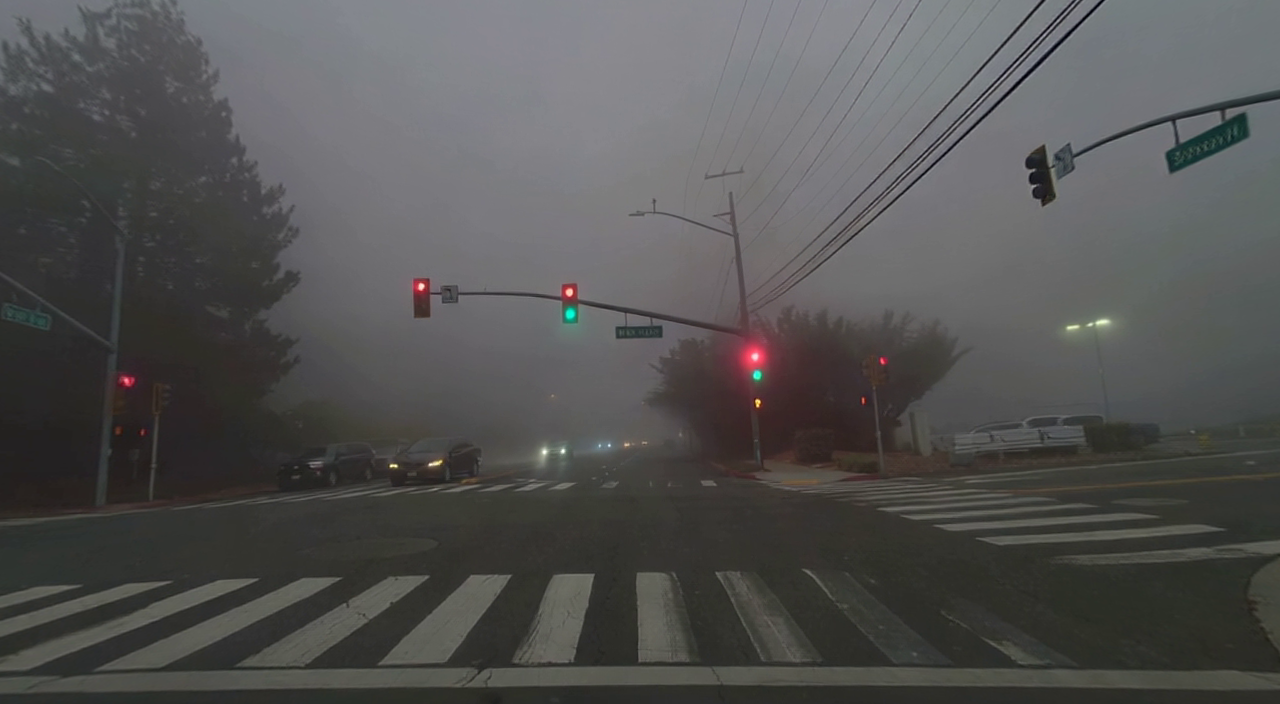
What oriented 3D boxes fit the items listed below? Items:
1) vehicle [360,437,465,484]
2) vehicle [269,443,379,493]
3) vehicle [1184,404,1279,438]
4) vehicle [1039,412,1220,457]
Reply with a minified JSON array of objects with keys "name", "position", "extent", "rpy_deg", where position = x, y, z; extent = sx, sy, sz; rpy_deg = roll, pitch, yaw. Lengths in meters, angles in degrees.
[{"name":"vehicle","position":[-10.175,4.921,28.956],"extent":[2.664,1.940,5.702],"rpy_deg":[0,-9,0]},{"name":"vehicle","position":[-13.804,5.068,28.046],"extent":[2.306,1.957,4.968],"rpy_deg":[0,-9,-1]},{"name":"vehicle","position":[34.785,4.020,36.666],"extent":[4.326,1.511,1.725],"rpy_deg":[-8,-9,17]},{"name":"vehicle","position":[16.912,2.913,22.139],"extent":[4.560,1.453,1.851],"rpy_deg":[-3,-9,18]}]
